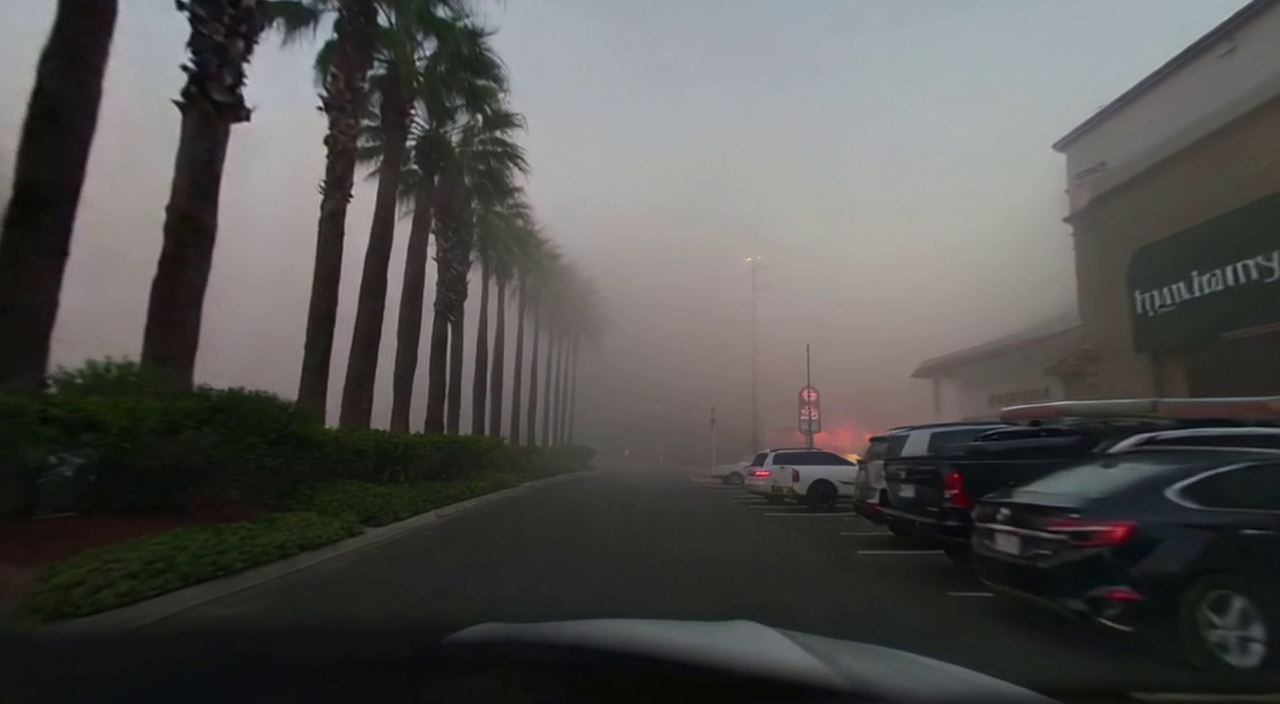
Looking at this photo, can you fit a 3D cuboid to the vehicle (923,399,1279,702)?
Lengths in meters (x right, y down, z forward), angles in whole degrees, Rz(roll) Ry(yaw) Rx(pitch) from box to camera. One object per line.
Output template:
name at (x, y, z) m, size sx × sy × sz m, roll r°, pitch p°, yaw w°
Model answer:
vehicle at (5.044, 1.302, 4.805) m, size 4.787 × 1.747 × 1.956 m, roll 0°, pitch -9°, yaw -1°
